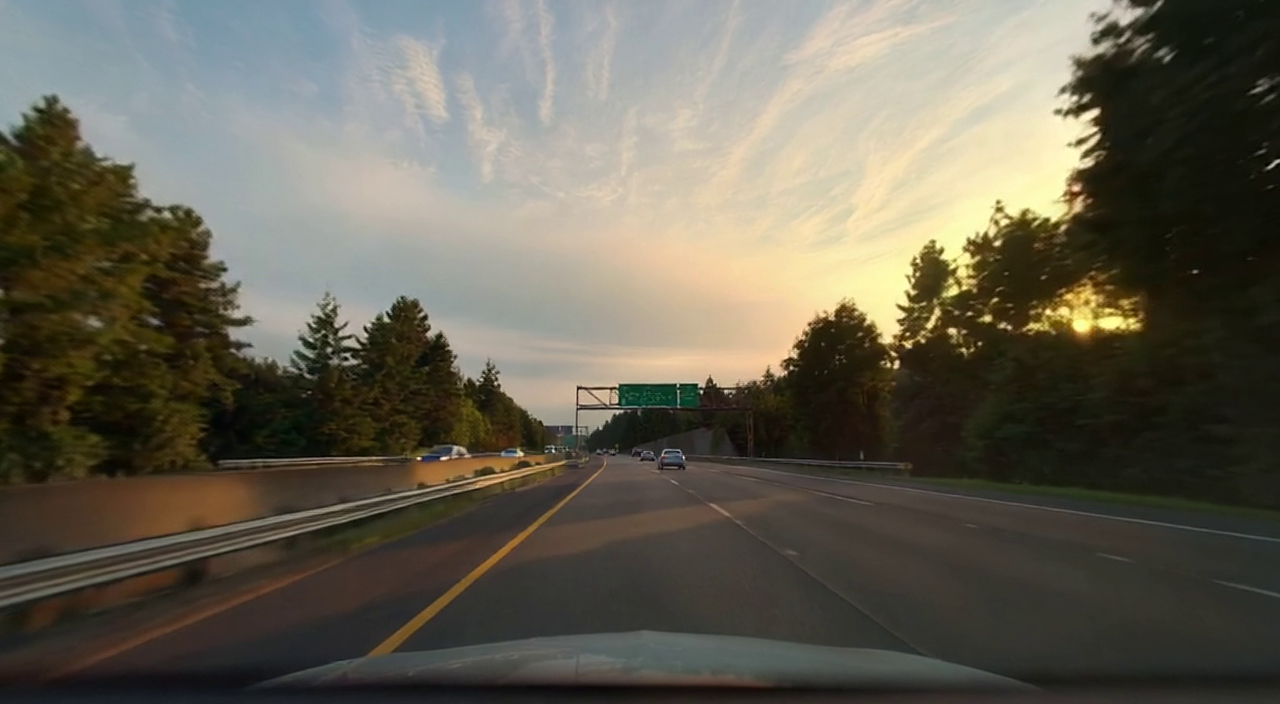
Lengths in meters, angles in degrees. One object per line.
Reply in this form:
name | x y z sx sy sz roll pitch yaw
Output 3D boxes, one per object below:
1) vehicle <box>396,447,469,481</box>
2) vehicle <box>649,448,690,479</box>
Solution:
vehicle | -10.102 5.478 31.081 2.006 1.516 4.784 0 -9 -1
vehicle | 1.516 5.966 33.997 2.011 1.590 3.607 0 -9 -1
